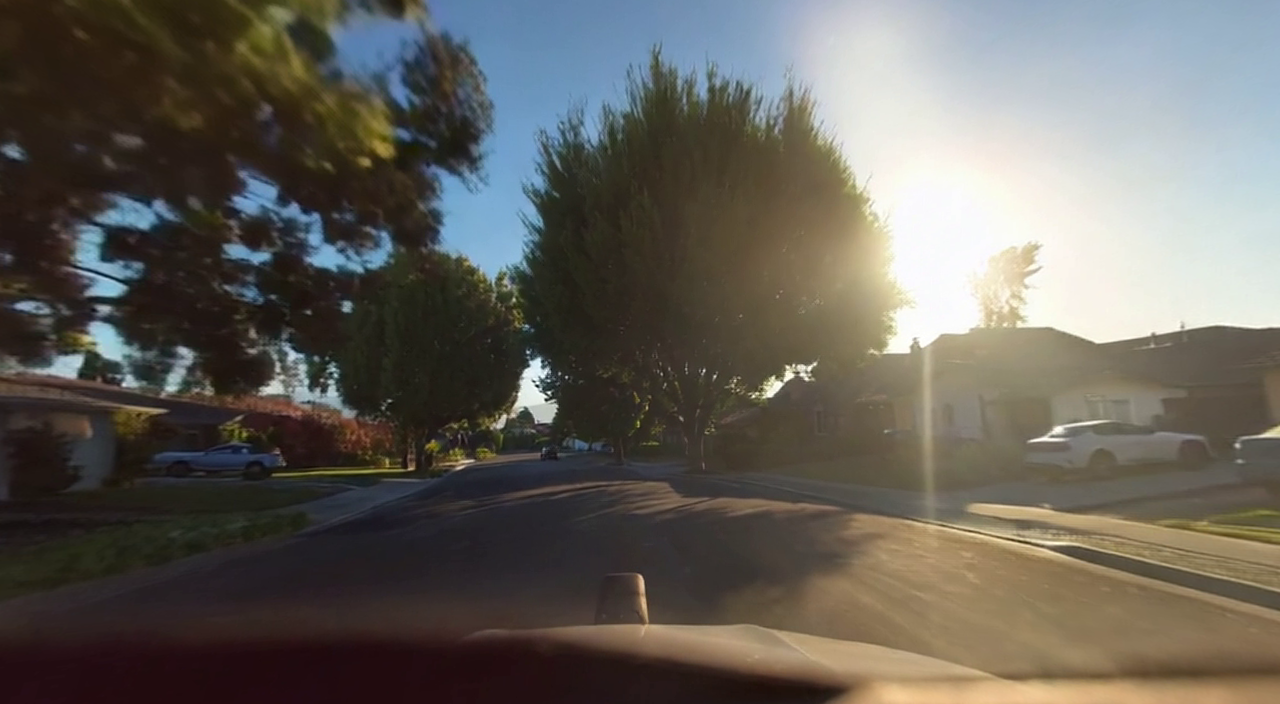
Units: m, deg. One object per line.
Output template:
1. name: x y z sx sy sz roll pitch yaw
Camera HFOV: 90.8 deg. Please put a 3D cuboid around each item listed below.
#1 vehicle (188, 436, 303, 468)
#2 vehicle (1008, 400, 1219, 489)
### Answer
1. vehicle: -20.704 5.320 33.370 4.654 1.457 1.986 3 -11 -10
2. vehicle: 12.182 2.354 16.375 4.149 1.596 1.890 -6 -7 -12
